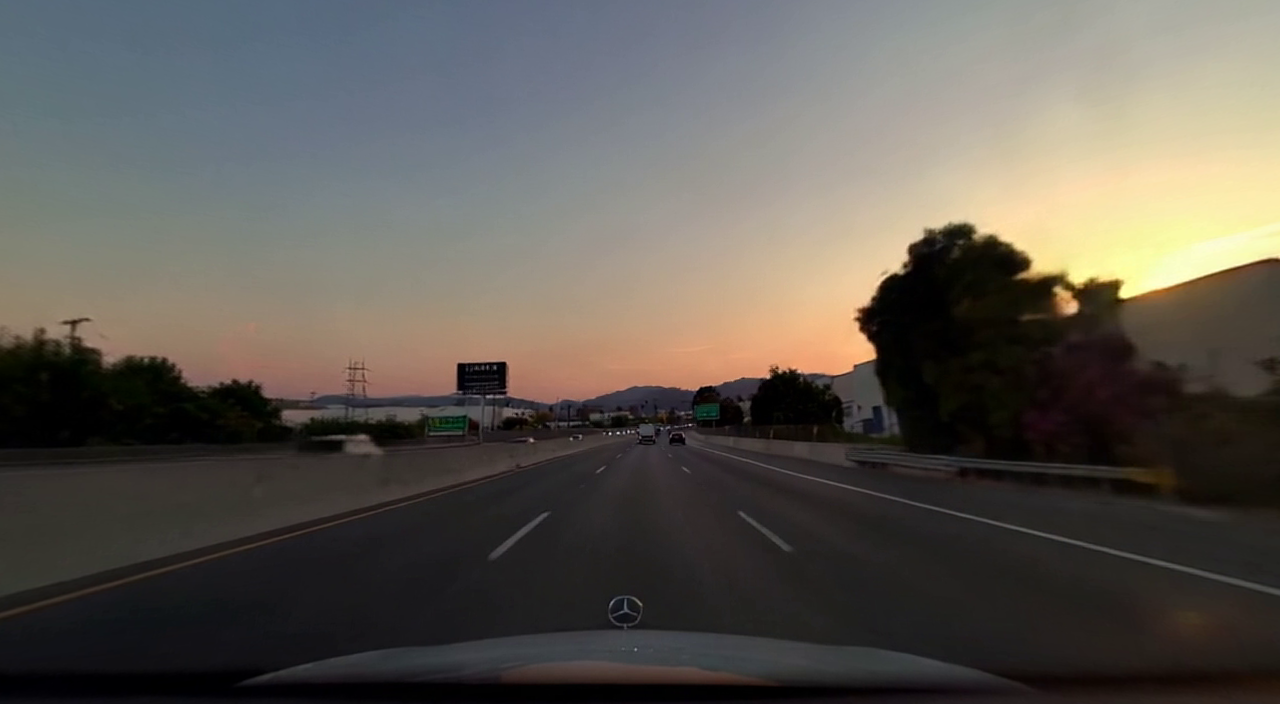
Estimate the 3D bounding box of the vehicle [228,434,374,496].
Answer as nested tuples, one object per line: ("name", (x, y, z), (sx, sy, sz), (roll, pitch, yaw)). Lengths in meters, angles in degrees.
("vehicle", (-10.987, 3.676, 20.971), (2.136, 1.808, 4.782), (0, -8, 0))
